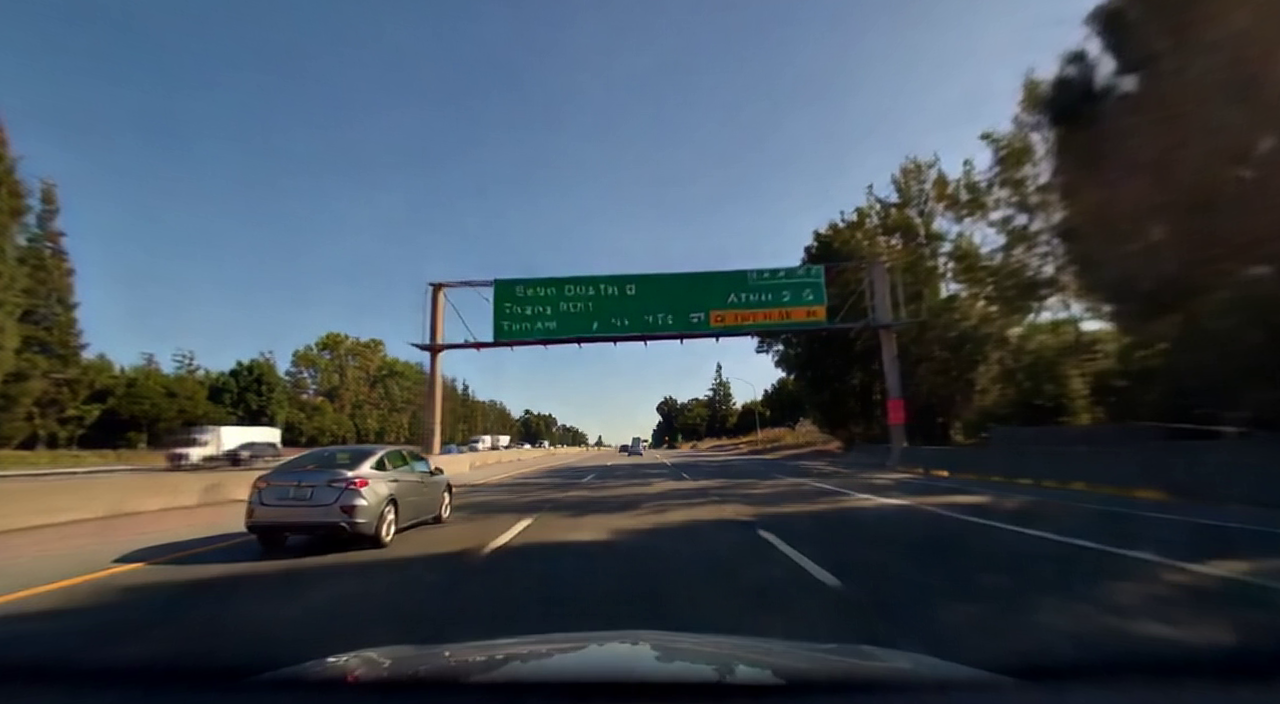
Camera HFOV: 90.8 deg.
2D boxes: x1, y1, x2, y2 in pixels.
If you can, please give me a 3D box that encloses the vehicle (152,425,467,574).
[{"bbox_3d":[-4.079,1.867,8.837,2.050,1.547,4.266,0,-8,1],"label":"vehicle"}]
